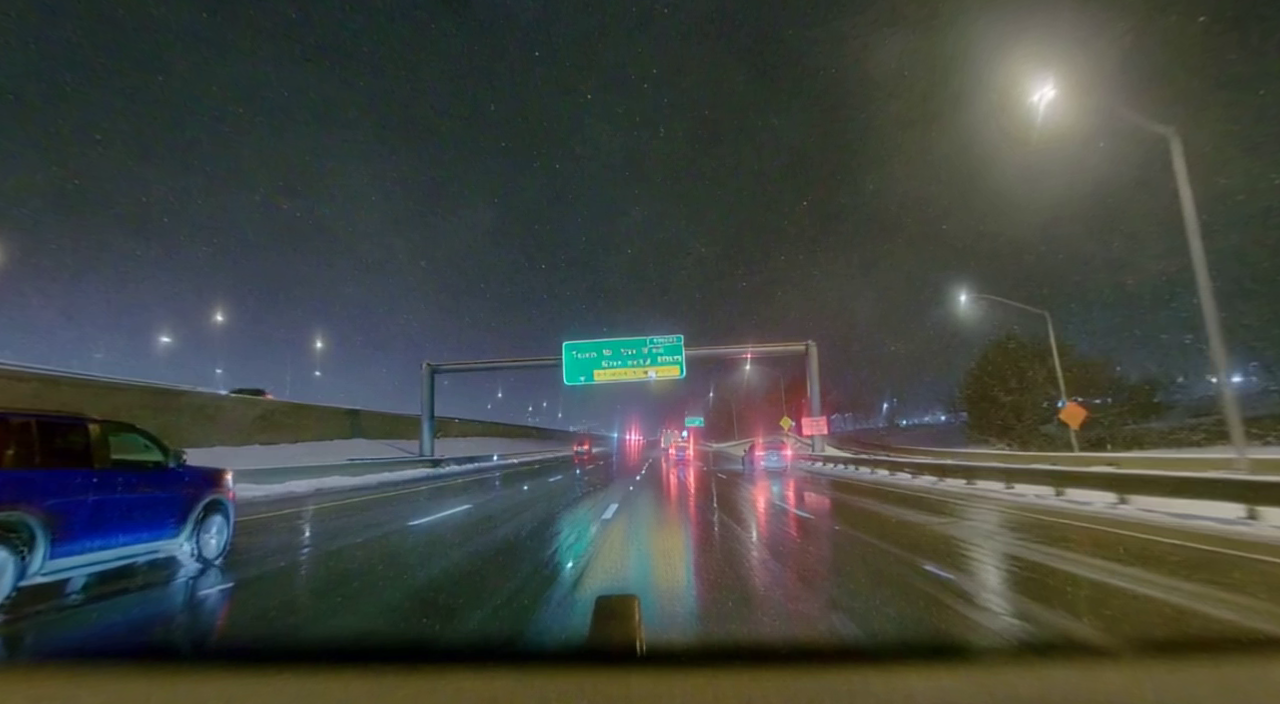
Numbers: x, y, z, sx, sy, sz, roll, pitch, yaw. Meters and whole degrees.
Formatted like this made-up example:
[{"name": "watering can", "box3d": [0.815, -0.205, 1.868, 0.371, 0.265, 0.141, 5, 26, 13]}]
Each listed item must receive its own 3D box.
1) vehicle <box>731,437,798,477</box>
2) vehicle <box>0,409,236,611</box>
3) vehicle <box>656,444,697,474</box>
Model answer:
[{"name": "vehicle", "box3d": [5.666, 4.844, 29.471, 2.184, 1.712, 4.856, 0, -8, 0]}, {"name": "vehicle", "box3d": [-6.254, 1.413, 5.931, 2.000, 1.646, 4.201, 0, -8, 2]}, {"name": "vehicle", "box3d": [1.939, 5.942, 35.424, 2.108, 1.509, 5.059, 0, -8, 1]}]
